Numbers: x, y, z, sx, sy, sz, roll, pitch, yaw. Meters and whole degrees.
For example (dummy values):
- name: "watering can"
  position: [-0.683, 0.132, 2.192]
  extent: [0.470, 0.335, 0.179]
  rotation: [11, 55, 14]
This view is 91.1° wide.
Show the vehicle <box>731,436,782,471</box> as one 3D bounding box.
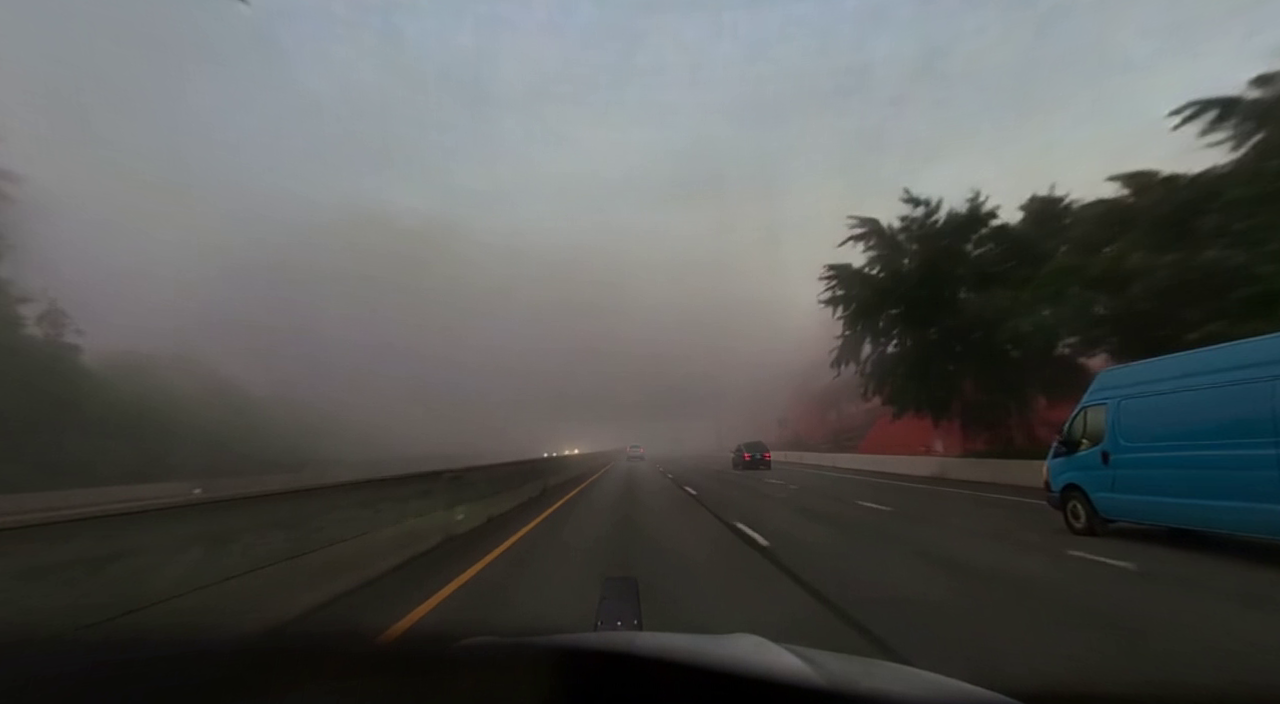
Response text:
- name: "vehicle"
  position: [7.072, 6.236, 38.733]
  extent: [2.156, 1.943, 5.010]
  rotation: [0, -9, -1]

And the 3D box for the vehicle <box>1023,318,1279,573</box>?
- name: "vehicle"
  position: [7.799, 1.137, 7.660]
  extent: [2.283, 2.631, 6.053]
  rotation: [0, -9, -1]
